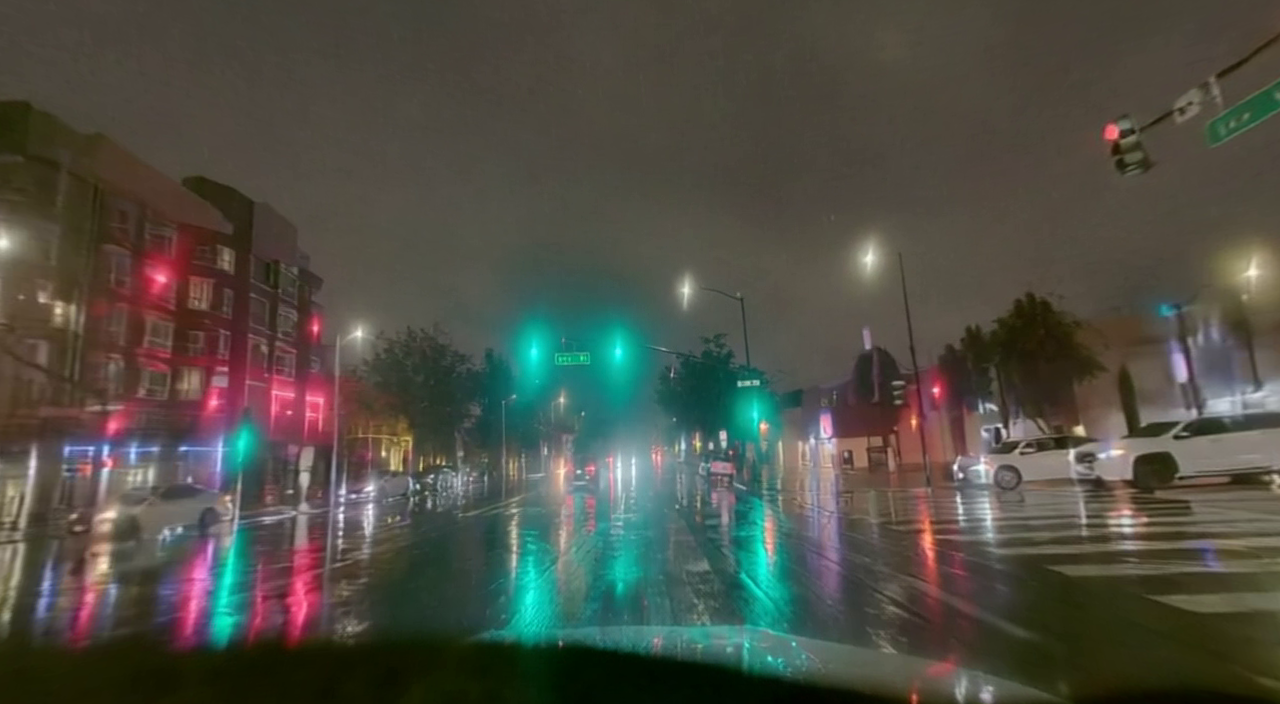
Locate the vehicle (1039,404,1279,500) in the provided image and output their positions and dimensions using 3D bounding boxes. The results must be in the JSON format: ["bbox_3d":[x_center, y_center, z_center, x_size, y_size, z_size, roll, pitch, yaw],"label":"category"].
[{"bbox_3d":[12.812,2.323,14.981,5.004,1.771,2.159,-5,-8,2],"label":"vehicle"}]

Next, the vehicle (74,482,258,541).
[{"bbox_3d":[-15.927,5.322,21.524,1.999,1.466,4.535,-4,-9,22],"label":"vehicle"}]

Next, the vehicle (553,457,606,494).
[{"bbox_3d":[-2.718,5.649,29.167,1.973,1.496,3.713,0,-8,2],"label":"vehicle"}]

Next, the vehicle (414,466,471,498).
[{"bbox_3d":[-11.697,7.712,37.613,1.933,1.628,3.973,-1,-8,3],"label":"vehicle"}]

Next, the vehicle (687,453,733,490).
[{"bbox_3d":[3.631,6.292,33.574,1.924,1.765,3.954,0,-8,-1],"label":"vehicle"}]

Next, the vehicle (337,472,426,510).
[{"bbox_3d":[-12.108,6.529,29.931,1.934,1.434,4.636,-1,-8,5],"label":"vehicle"}]

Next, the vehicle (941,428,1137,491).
[{"bbox_3d":[11.340,3.089,18.185,4.288,1.689,1.909,0,-8,2],"label":"vehicle"}]

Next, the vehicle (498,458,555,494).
[{"bbox_3d":[-5.588,6.141,31.529,1.942,1.559,4.298,0,-8,2],"label":"vehicle"}]
